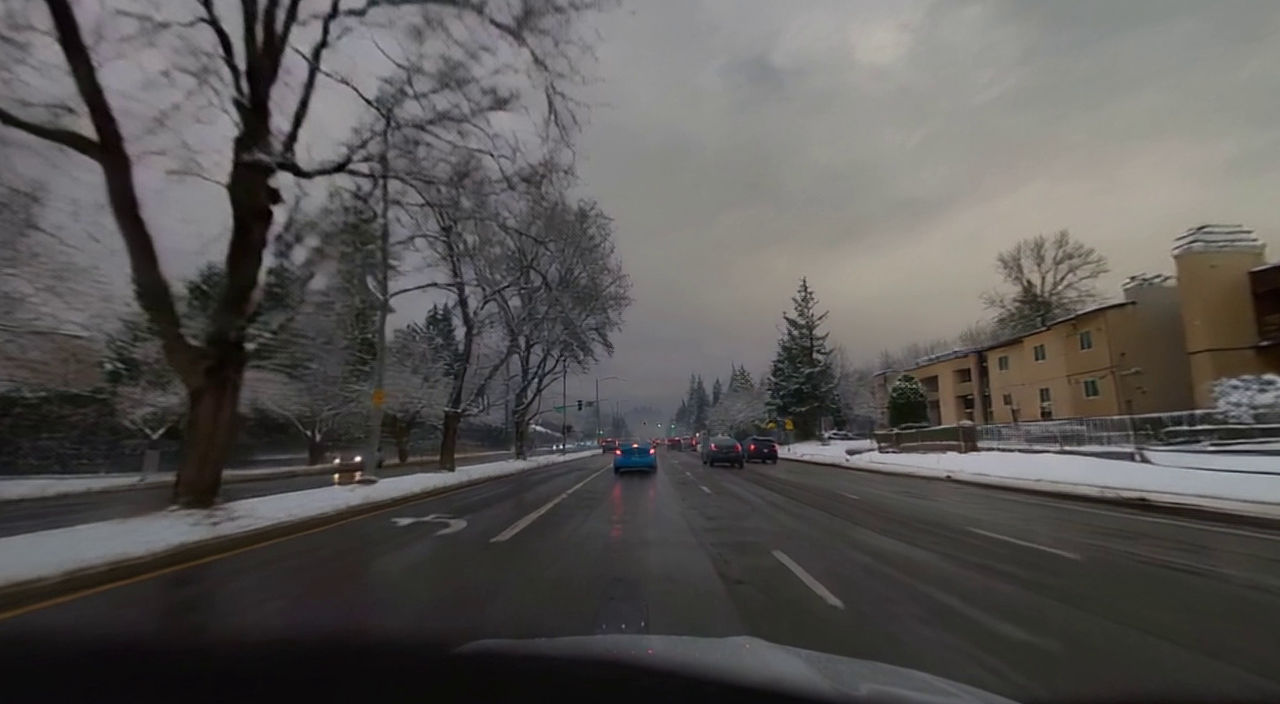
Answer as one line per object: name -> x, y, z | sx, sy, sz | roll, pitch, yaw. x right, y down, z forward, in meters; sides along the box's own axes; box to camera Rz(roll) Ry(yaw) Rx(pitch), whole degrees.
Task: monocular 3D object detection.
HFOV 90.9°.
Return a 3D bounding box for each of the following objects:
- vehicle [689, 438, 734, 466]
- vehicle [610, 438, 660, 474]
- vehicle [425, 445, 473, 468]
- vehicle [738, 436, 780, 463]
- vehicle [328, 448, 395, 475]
vehicle -> 4.118, 5.832, 37.013 | 2.067, 1.514, 4.188 | 0, -8, -1
vehicle -> -0.177, 4.643, 28.394 | 2.102, 1.481, 3.907 | 0, -8, 1
vehicle -> -13.271, 7.247, 44.011 | 1.834, 1.459, 4.406 | 0, -8, 2
vehicle -> 7.906, 6.522, 42.124 | 1.972, 1.700, 4.269 | 0, -8, 0
vehicle -> -16.933, 6.642, 38.550 | 1.923, 1.469, 4.537 | 0, -8, 1
